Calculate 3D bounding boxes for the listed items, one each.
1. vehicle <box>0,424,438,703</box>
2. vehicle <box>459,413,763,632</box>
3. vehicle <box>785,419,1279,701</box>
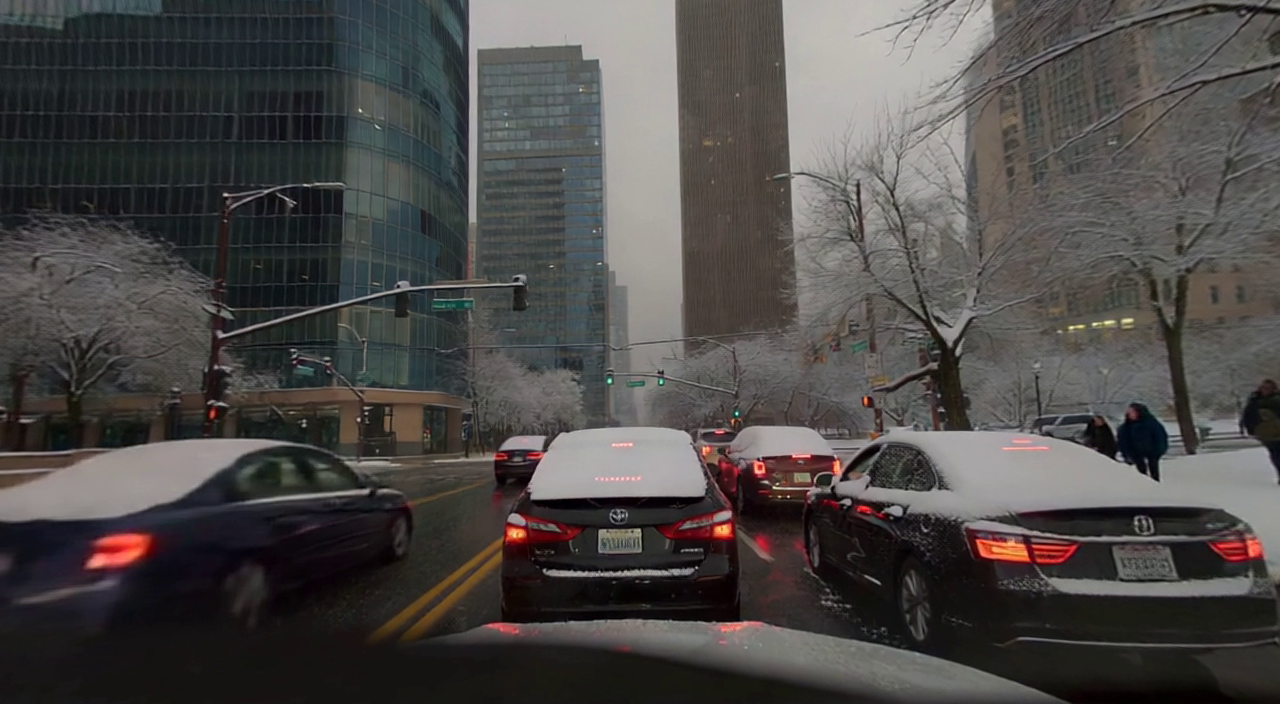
[{"bbox_3d":[-3.444,1.385,5.173,1.957,1.427,4.531,0,-8,1],"label":"vehicle"},{"bbox_3d":[-0.266,1.465,6.411,2.072,1.476,4.078,0,-8,-2],"label":"vehicle"},{"bbox_3d":[2.757,1.403,5.452,1.952,1.464,4.165,0,-8,-1],"label":"vehicle"}]
